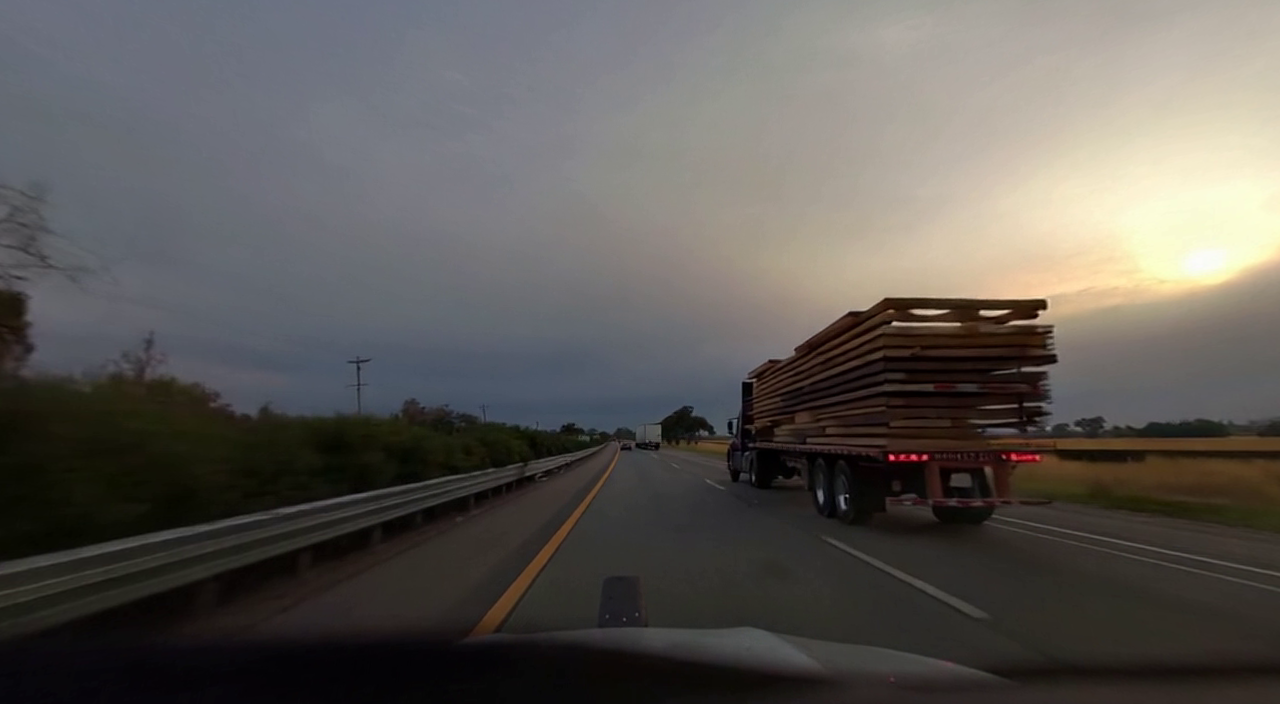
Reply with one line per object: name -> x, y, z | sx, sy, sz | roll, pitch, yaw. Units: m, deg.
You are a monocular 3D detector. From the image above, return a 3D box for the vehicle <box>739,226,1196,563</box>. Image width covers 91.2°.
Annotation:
vehicle -> 4.890, 1.465, 14.418 | 2.914, 4.000, 14.078 | 0, -8, 0
